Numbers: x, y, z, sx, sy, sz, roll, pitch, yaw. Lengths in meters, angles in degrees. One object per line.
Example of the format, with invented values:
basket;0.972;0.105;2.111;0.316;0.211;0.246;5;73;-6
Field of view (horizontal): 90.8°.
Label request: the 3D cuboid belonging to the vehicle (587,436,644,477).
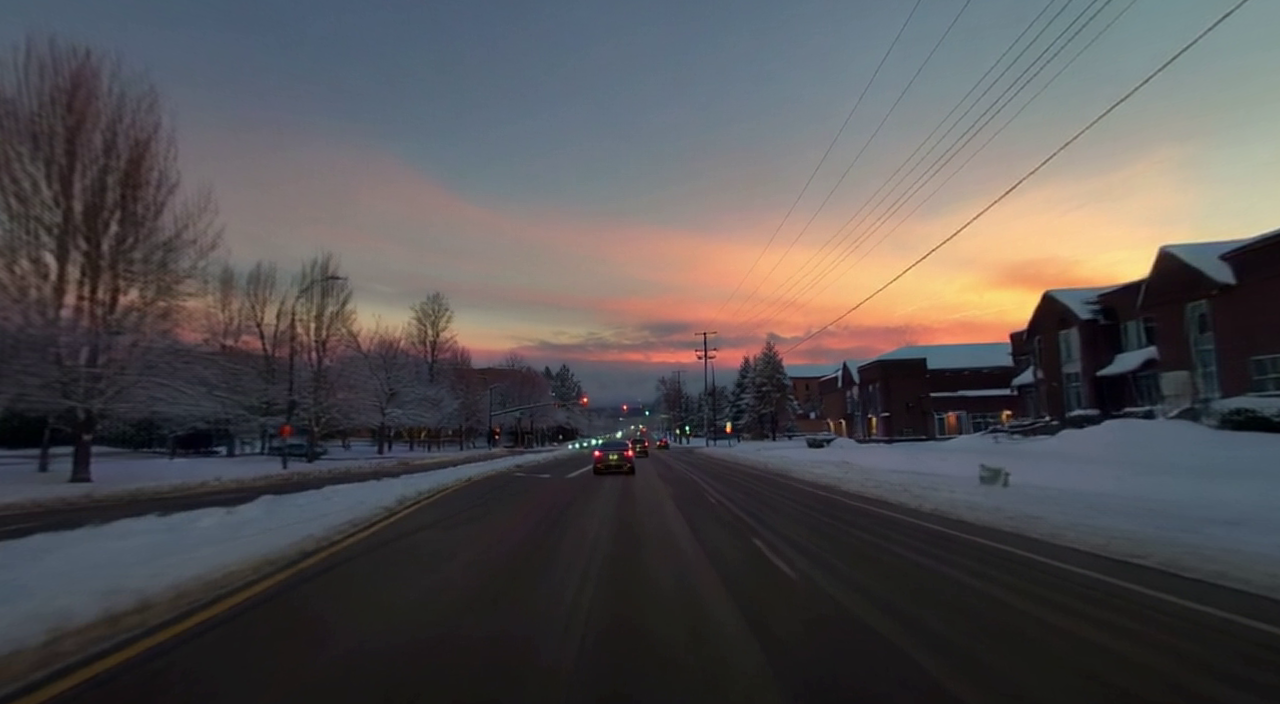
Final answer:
vehicle;-0.890;4.125;25.161;2.075;1.470;3.962;0;-8;0
